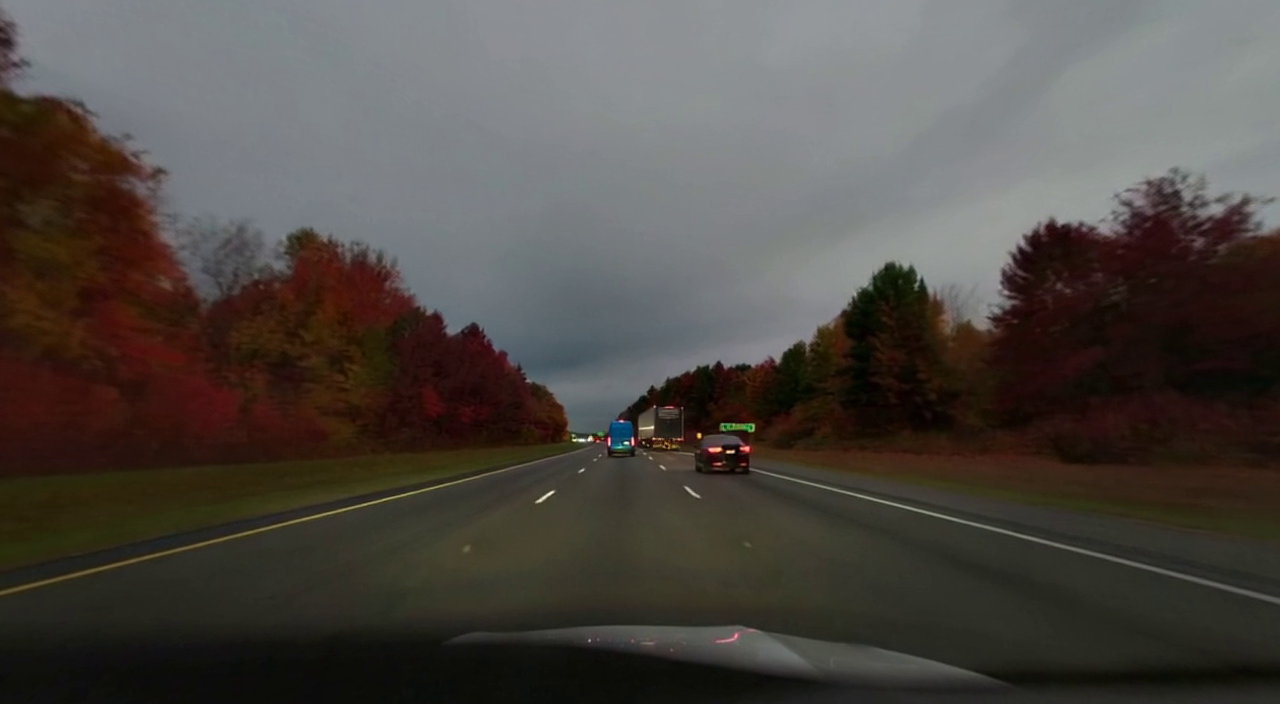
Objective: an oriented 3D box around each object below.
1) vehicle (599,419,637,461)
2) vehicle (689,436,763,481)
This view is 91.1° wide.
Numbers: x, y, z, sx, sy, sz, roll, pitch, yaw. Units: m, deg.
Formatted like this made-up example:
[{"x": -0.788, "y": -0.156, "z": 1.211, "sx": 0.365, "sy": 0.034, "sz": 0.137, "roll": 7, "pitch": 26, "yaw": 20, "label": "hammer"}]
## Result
[{"x": -1.423, "y": 5.834, "z": 41.838, "sx": 2.389, "sy": 2.637, "sz": 5.437, "roll": 0, "pitch": -8, "yaw": -1, "label": "vehicle"}, {"x": 3.082, "y": 3.883, "z": 23.425, "sx": 1.962, "sy": 1.508, "sz": 4.363, "roll": 0, "pitch": -8, "yaw": -2, "label": "vehicle"}]
